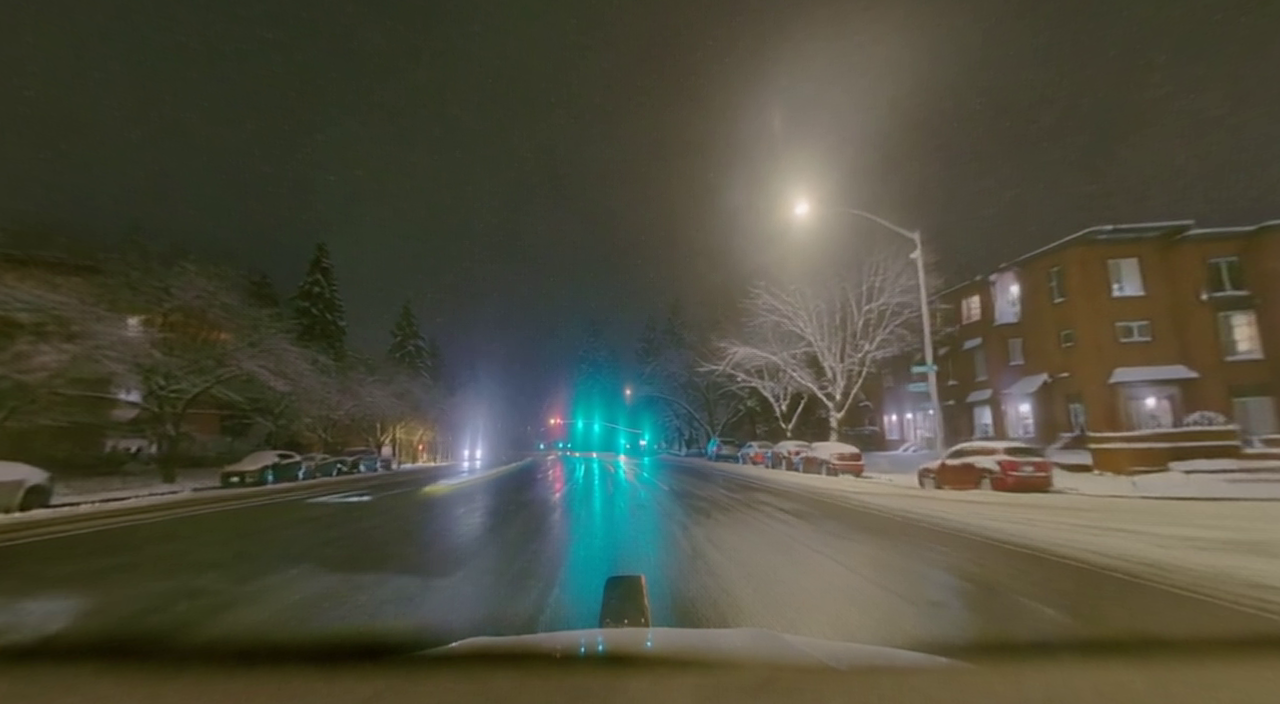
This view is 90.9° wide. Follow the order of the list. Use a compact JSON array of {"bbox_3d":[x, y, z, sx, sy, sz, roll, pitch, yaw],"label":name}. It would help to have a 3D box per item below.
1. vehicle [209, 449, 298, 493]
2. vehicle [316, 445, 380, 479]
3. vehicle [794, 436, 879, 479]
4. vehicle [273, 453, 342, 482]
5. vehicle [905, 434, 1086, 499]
[{"bbox_3d":[-18.358,5.619,30.203,1.916,1.657,4.366,-1,-6,-6],"label":"vehicle"},{"bbox_3d":[-19.520,7.347,42.434,2.111,1.908,5.586,0,-7,-6],"label":"vehicle"},{"bbox_3d":[8.812,4.787,28.774,2.039,1.752,4.876,1,-9,-4],"label":"vehicle"},{"bbox_3d":[-18.928,6.587,36.143,1.782,1.462,4.438,0,-9,-4],"label":"vehicle"},{"bbox_3d":[10.156,3.279,18.413,1.919,1.627,4.196,4,-10,-24],"label":"vehicle"}]
